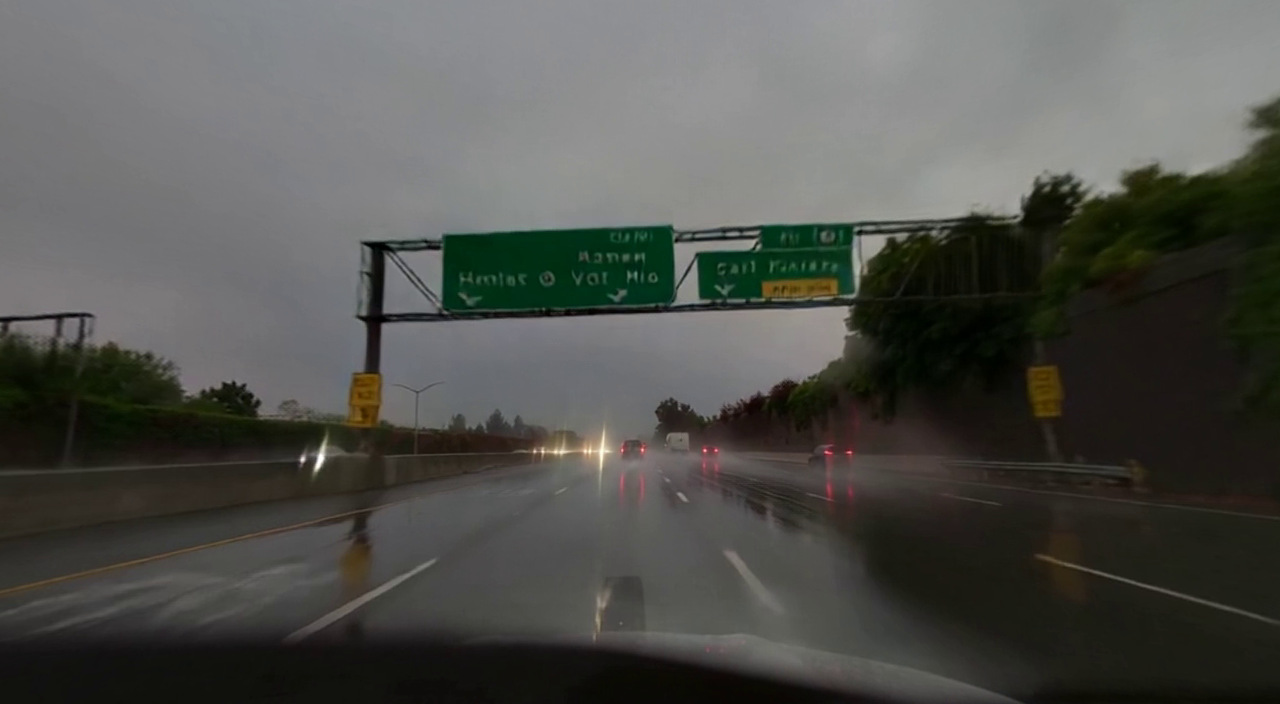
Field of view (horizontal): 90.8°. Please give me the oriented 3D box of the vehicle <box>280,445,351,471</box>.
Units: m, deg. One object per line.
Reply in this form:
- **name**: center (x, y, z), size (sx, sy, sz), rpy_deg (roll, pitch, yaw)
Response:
- **vehicle**: center (-21.673, 7.068, 42.463), size (2.039, 1.585, 5.259), rpy_deg (0, -9, 0)

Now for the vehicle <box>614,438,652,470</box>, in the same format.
- **vehicle**: center (-0.464, 5.989, 37.119), size (2.121, 1.739, 4.087), rpy_deg (0, -8, -2)

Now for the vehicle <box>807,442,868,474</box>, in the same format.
- **vehicle**: center (11.117, 5.959, 35.872), size (1.912, 1.673, 4.438), rpy_deg (0, -8, -1)
